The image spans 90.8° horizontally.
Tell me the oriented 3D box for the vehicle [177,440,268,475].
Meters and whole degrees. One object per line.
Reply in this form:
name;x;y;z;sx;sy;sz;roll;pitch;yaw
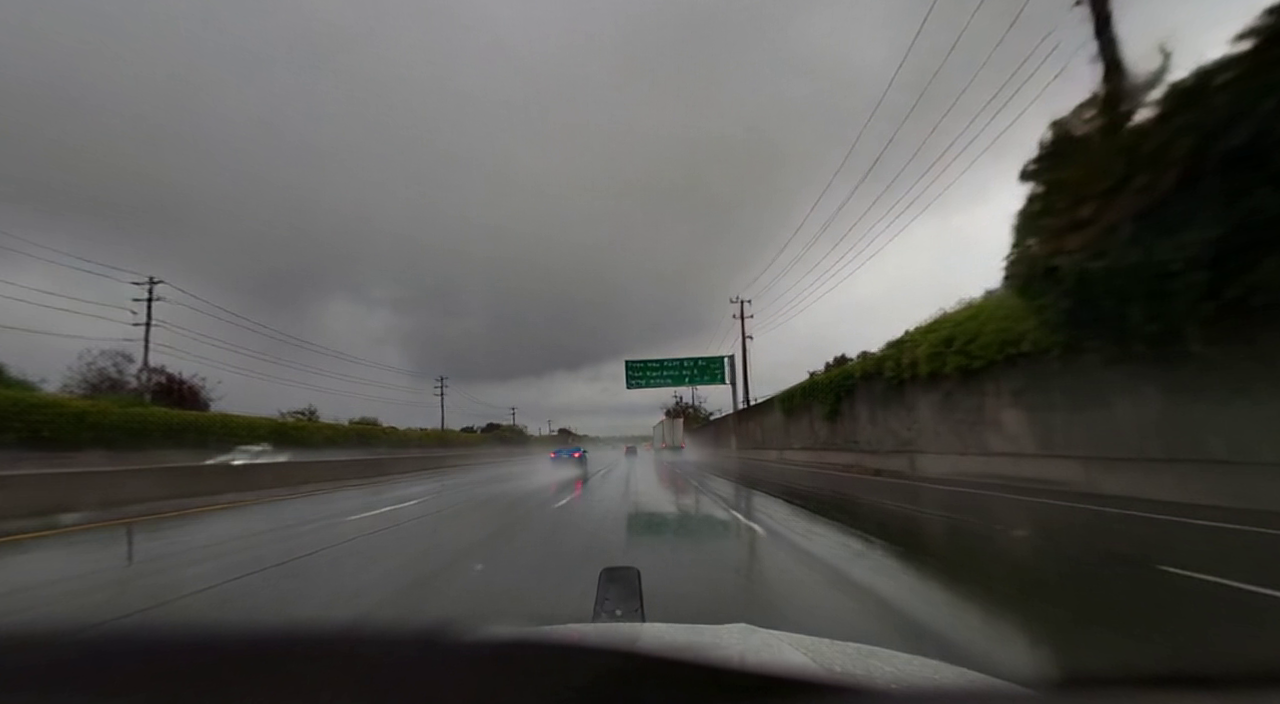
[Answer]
vehicle;-24.830;6.270;37.793;2.200;1.915;4.635;0;-9;0

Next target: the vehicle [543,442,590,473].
vehicle;-3.876;5.691;34.127;2.009;1.533;4.175;0;-9;0
